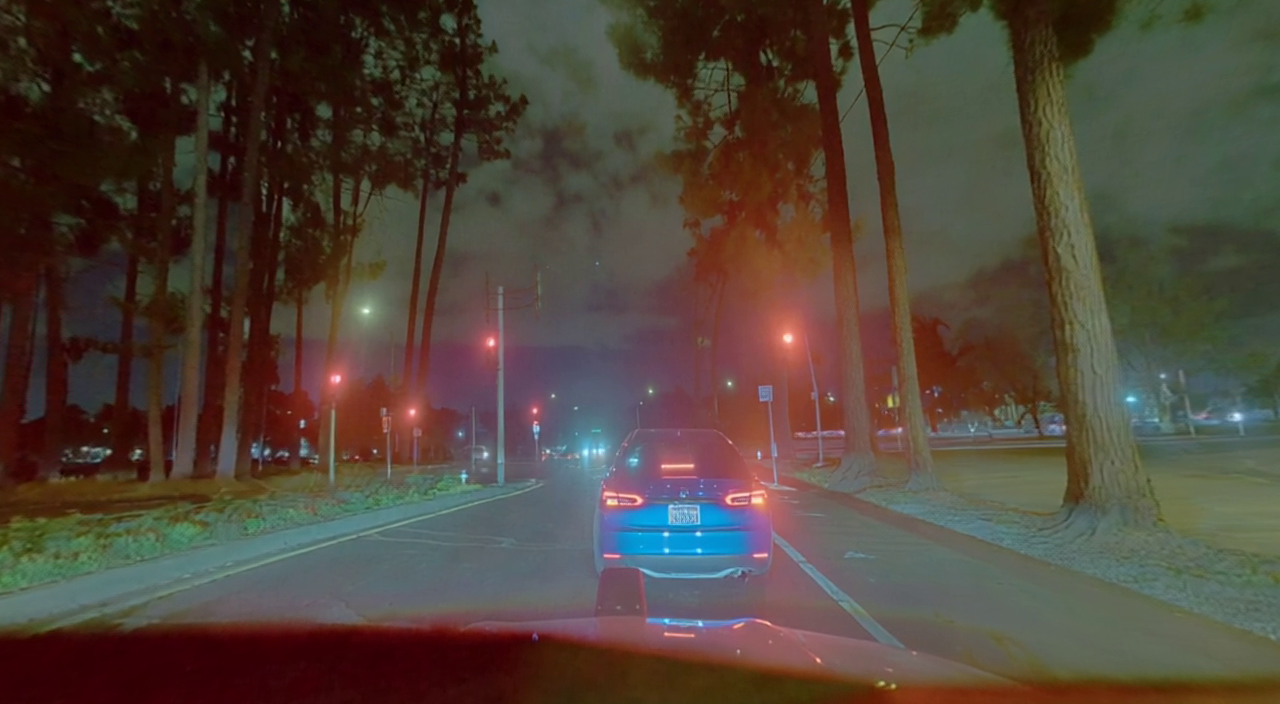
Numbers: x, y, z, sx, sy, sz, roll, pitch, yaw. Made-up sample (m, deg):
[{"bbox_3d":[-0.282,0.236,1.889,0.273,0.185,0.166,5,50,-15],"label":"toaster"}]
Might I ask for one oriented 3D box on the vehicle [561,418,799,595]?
[{"bbox_3d":[0.381,1.615,7.400,2.035,1.499,3.799,0,-8,1],"label":"vehicle"}]
